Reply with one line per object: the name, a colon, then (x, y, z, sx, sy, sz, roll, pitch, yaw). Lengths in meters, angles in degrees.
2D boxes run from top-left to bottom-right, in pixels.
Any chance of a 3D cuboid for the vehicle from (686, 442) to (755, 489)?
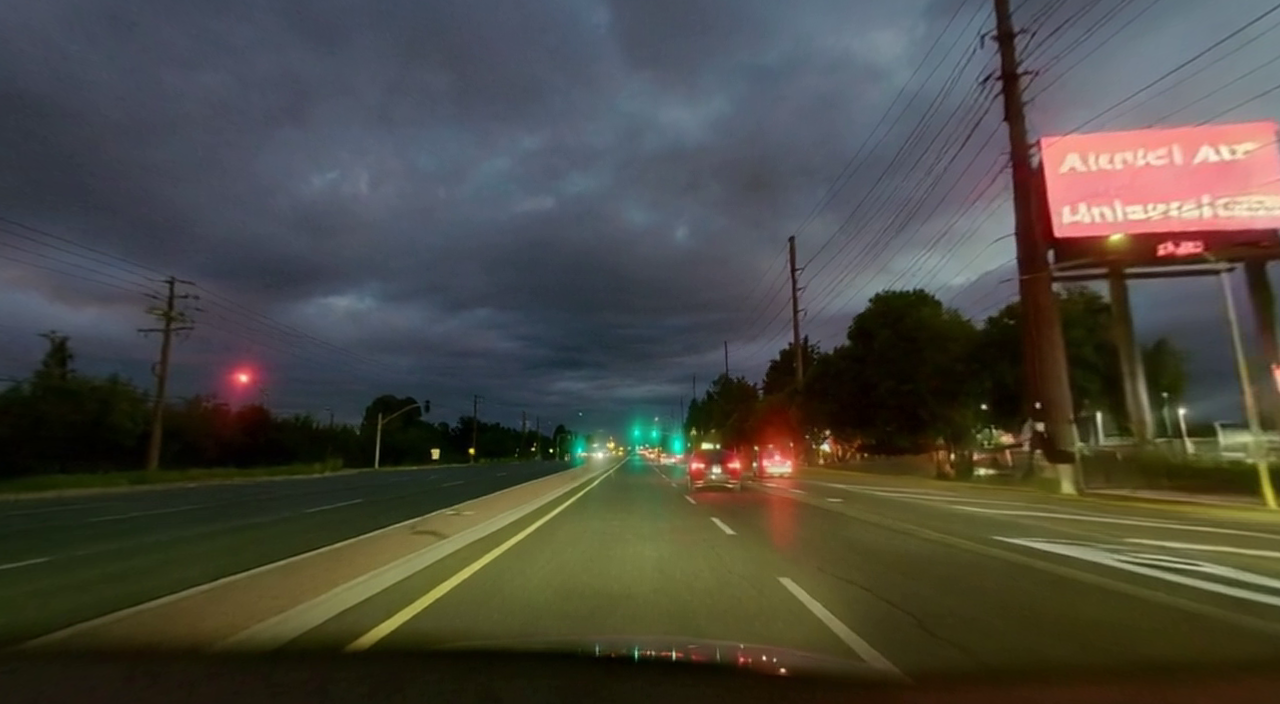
vehicle: (3.008, 4.329, 24.495, 2.078, 1.668, 4.078, 0, -8, -1)
